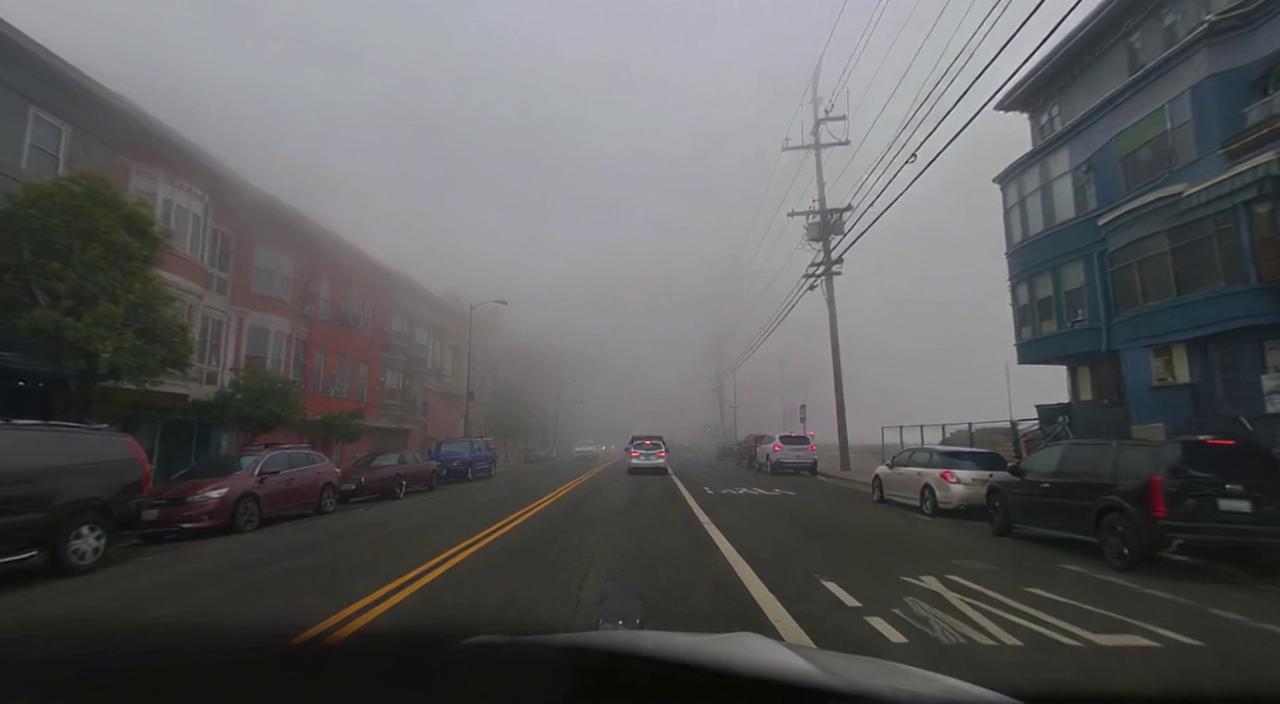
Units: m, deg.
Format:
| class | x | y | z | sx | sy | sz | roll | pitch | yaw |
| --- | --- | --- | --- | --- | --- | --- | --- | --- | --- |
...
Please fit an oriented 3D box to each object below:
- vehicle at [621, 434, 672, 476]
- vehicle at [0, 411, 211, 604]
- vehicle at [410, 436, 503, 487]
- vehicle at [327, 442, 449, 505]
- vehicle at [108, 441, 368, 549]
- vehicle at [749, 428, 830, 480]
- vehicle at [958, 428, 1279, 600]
| class | x | y | z | sx | sy | sz | roll | pitch | yaw |
| --- | --- | --- | --- | --- | --- | --- | --- | --- | --- |
| vehicle | 0.302 | 4.272 | 26.376 | 1.980 | 1.635 | 3.795 | 0 | -8 | 2 |
| vehicle | -7.467 | 1.577 | 6.411 | 2.157 | 1.901 | 5.877 | -1 | -8 | 0 |
| vehicle | -7.203 | 4.307 | 25.463 | 2.095 | 1.847 | 5.290 | 0 | -8 | 1 |
| vehicle | -7.244 | 3.485 | 18.667 | 1.928 | 1.552 | 4.234 | 0 | -8 | -1 |
| vehicle | -7.307 | 2.573 | 12.284 | 1.884 | 1.582 | 4.837 | -1 | -7 | 0 |
| vehicle | 6.485 | 4.536 | 28.313 | 2.203 | 2.052 | 5.975 | 0 | -8 | 0 |
| vehicle | 6.473 | 1.903 | 8.444 | 2.018 | 1.630 | 4.594 | 0 | -8 | 0 |
